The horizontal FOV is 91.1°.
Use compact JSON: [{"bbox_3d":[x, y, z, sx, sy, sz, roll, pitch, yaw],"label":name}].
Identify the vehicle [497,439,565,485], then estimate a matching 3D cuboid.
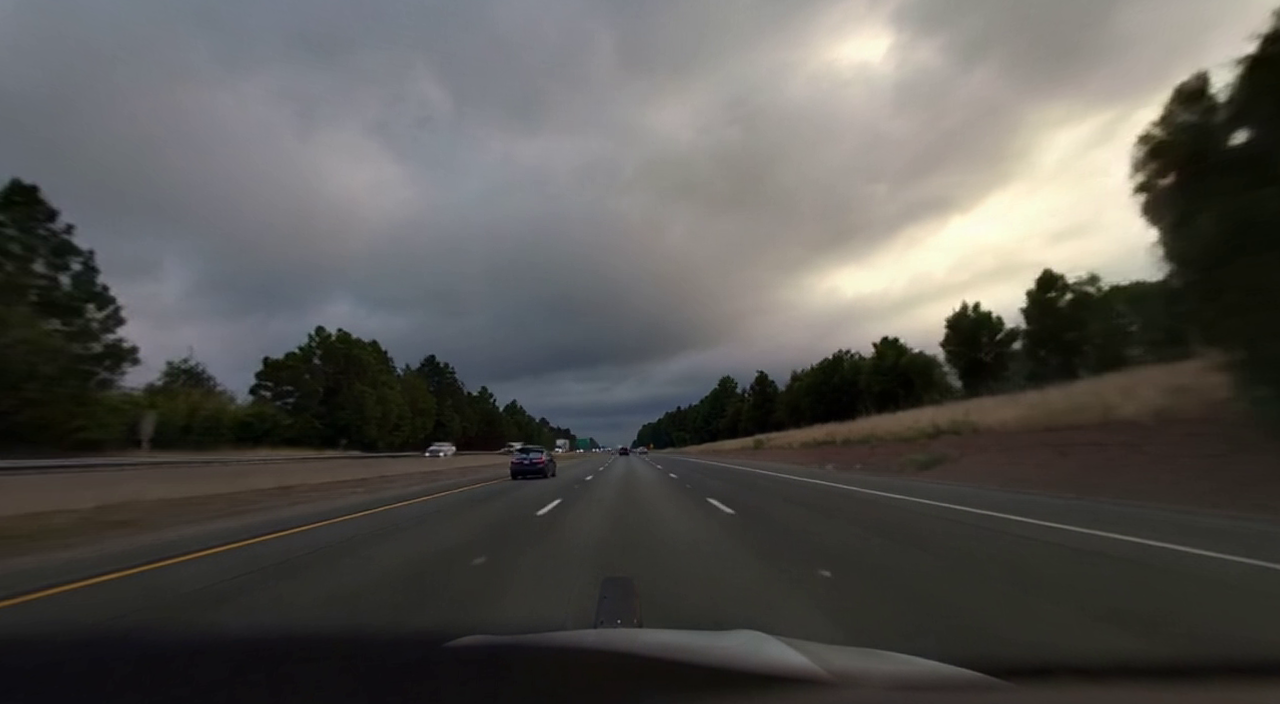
[{"bbox_3d":[-4.498,4.608,26.593,2.111,1.717,4.426,0,-9,-1],"label":"vehicle"}]
